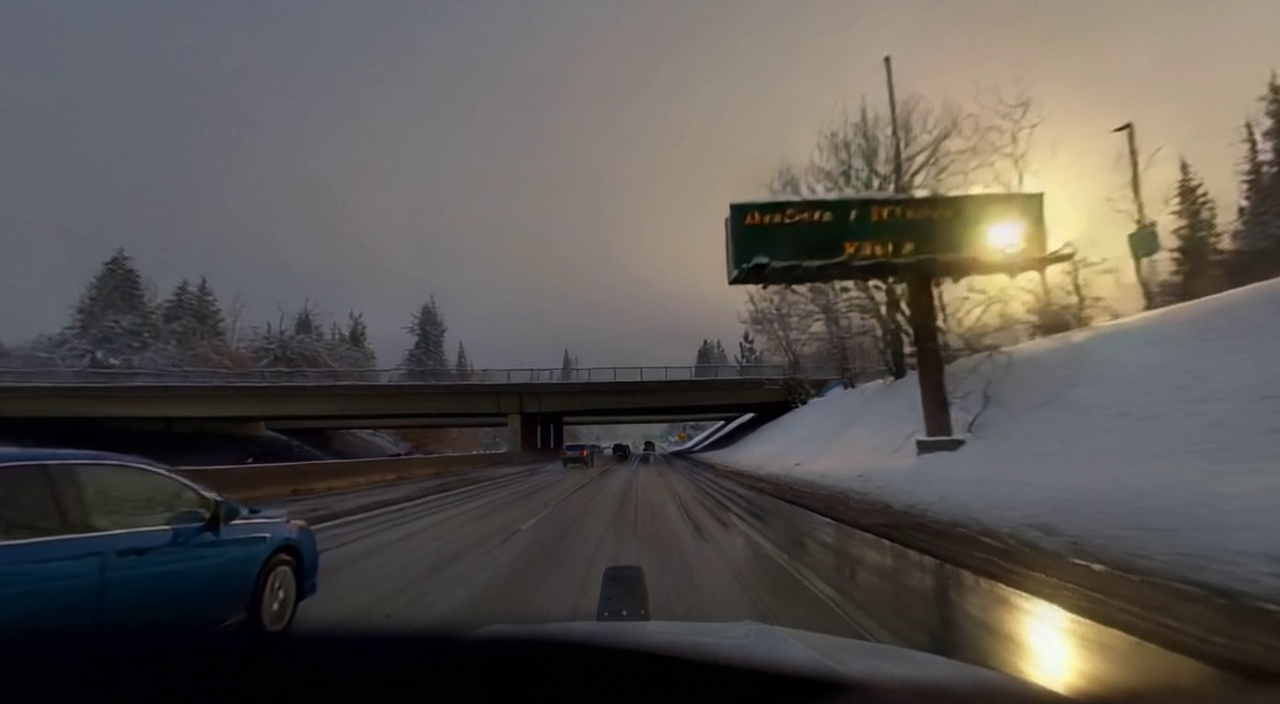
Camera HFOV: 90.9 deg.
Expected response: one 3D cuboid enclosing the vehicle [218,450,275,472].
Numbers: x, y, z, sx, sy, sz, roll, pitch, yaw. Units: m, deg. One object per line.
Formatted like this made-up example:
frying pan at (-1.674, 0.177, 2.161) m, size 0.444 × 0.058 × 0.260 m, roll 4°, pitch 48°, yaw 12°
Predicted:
vehicle at (-27.770, 7.689, 44.664) m, size 1.644 × 1.420 × 3.518 m, roll 0°, pitch -8°, yaw 2°
